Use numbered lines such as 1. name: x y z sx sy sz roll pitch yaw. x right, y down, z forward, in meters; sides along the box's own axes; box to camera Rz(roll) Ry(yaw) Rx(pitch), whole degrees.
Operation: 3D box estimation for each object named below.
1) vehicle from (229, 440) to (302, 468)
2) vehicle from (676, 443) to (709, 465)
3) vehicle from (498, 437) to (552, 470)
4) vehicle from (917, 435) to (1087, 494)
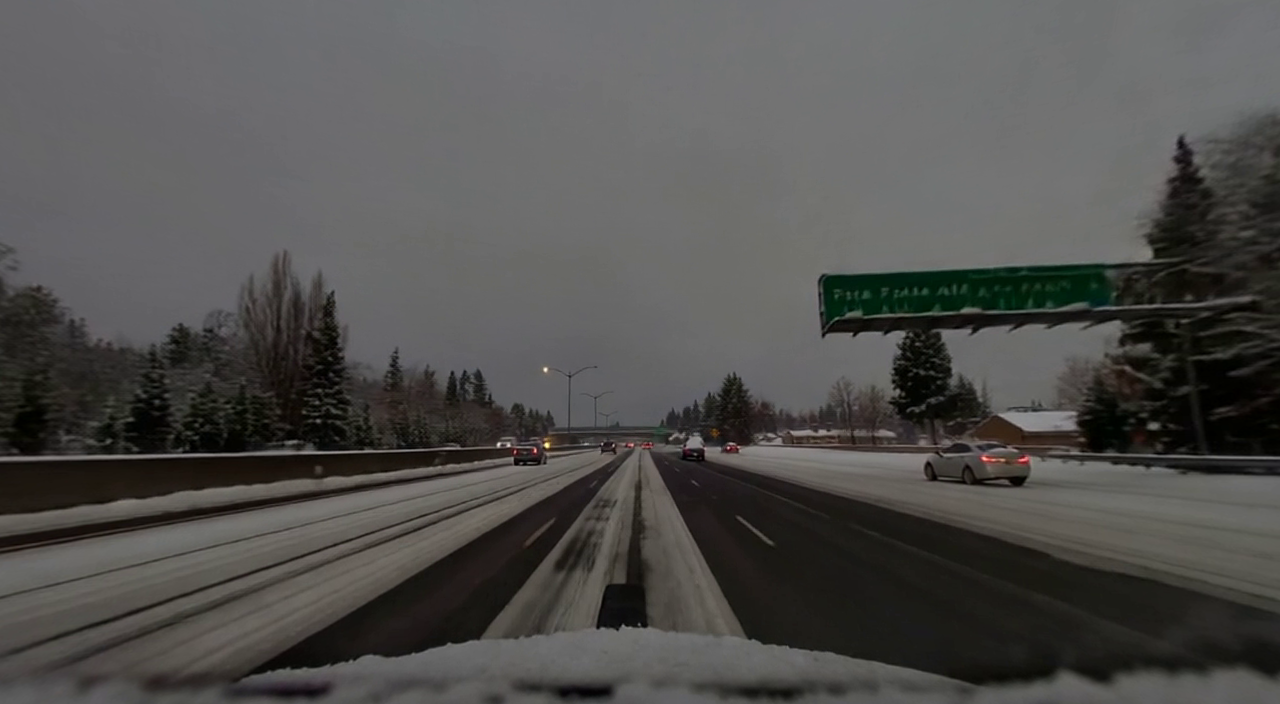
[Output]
1. vehicle: -21.127 5.753 35.570 1.834 1.442 3.673 0 -9 0
2. vehicle: 3.595 7.016 43.355 1.950 1.453 3.378 0 -9 -1
3. vehicle: -6.336 5.660 35.204 2.091 1.746 4.437 0 -9 1
4. vehicle: 10.150 3.189 18.173 1.979 1.467 4.839 0 -9 -1
